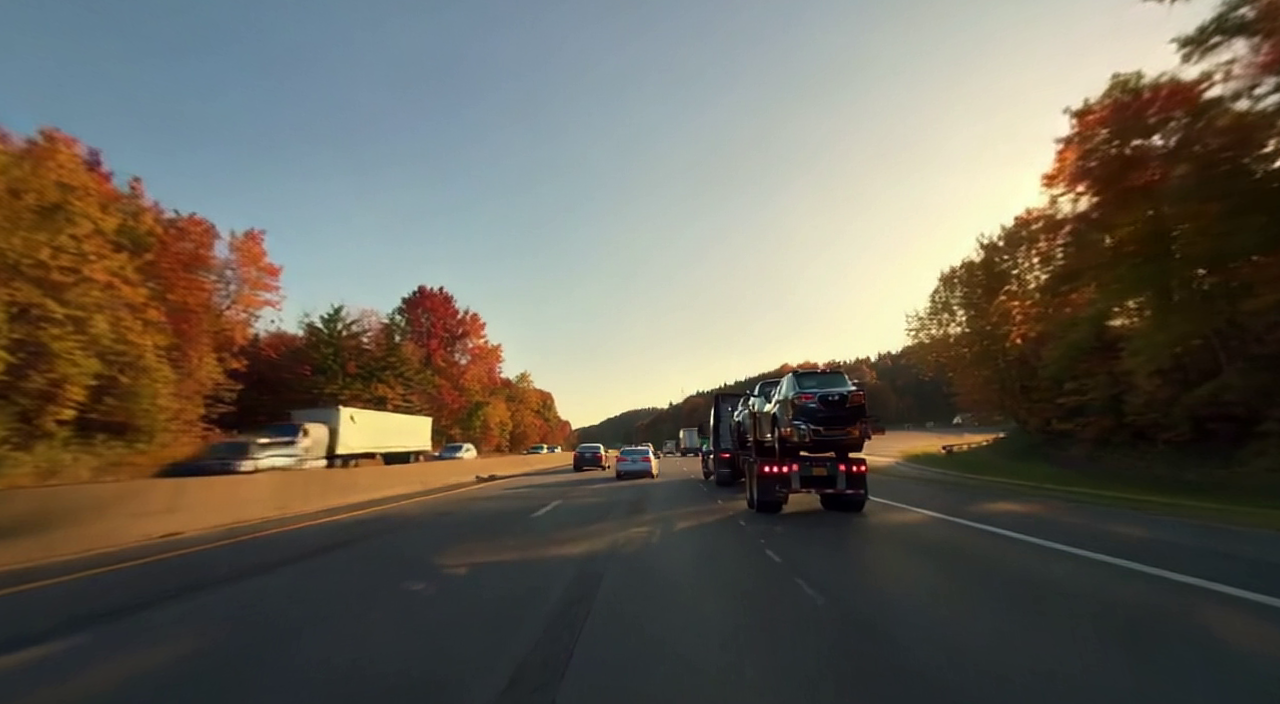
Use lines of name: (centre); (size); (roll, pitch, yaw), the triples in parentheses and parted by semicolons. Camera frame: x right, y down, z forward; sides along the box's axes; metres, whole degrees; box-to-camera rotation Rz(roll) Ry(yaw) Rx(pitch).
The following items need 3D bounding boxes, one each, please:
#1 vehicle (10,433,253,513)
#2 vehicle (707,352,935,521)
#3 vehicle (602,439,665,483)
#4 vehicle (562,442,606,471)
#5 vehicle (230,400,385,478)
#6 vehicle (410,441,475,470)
vehicle: (-11.112, 2.634, 14.236); (1.905, 1.511, 4.095); (0, -8, 3)
vehicle: (4.197, 2.584, 18.798); (3.150, 3.257, 13.098); (0, -8, 1)
vehicle: (-0.132, 4.045, 23.682); (2.152, 1.484, 4.211); (0, -8, 2)
vehicle: (-2.985, 5.667, 34.304); (1.928, 1.464, 3.706); (0, -8, 2)
vehicle: (-18.149, 4.940, 35.534); (2.985, 3.765, 9.850); (0, -8, 2)
vehicle: (-10.912, 5.725, 35.046); (1.998, 1.514, 4.303); (0, -8, 3)
